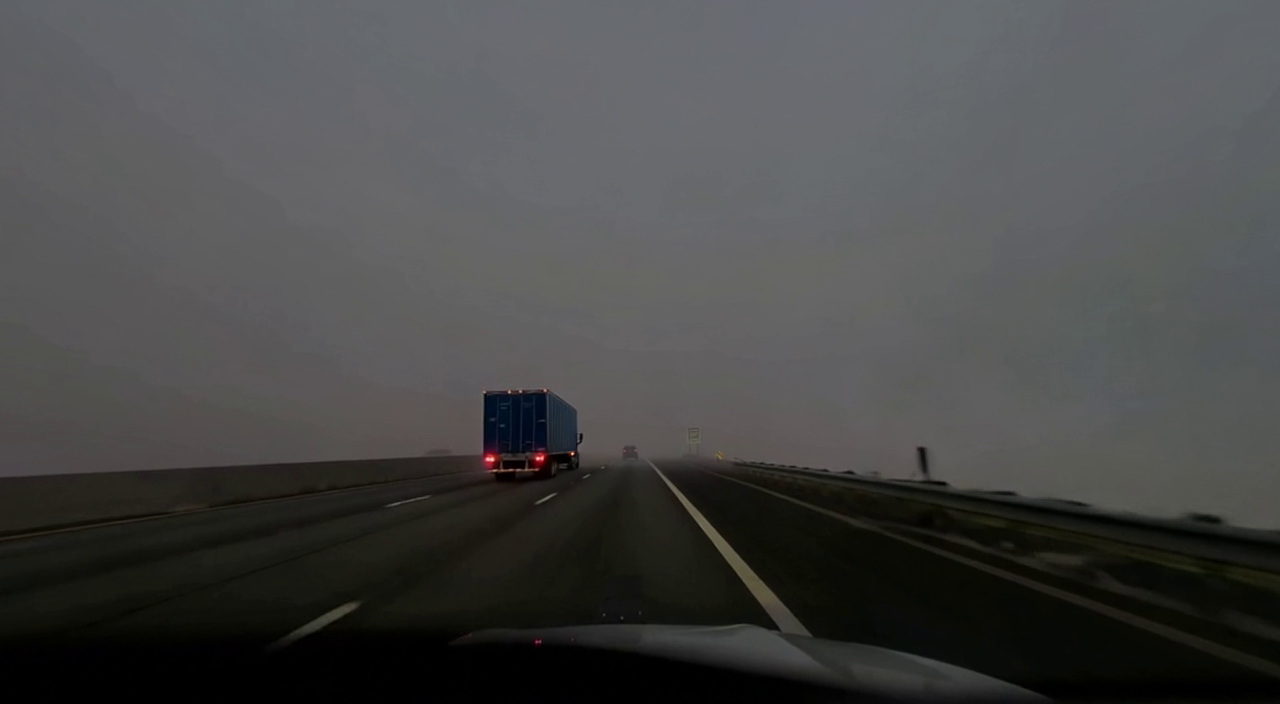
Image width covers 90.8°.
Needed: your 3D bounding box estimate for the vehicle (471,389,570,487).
[{"bbox_3d":[-4.673,3.615,26.243,2.707,3.461,7.191,0,-9,0],"label":"vehicle"}]
